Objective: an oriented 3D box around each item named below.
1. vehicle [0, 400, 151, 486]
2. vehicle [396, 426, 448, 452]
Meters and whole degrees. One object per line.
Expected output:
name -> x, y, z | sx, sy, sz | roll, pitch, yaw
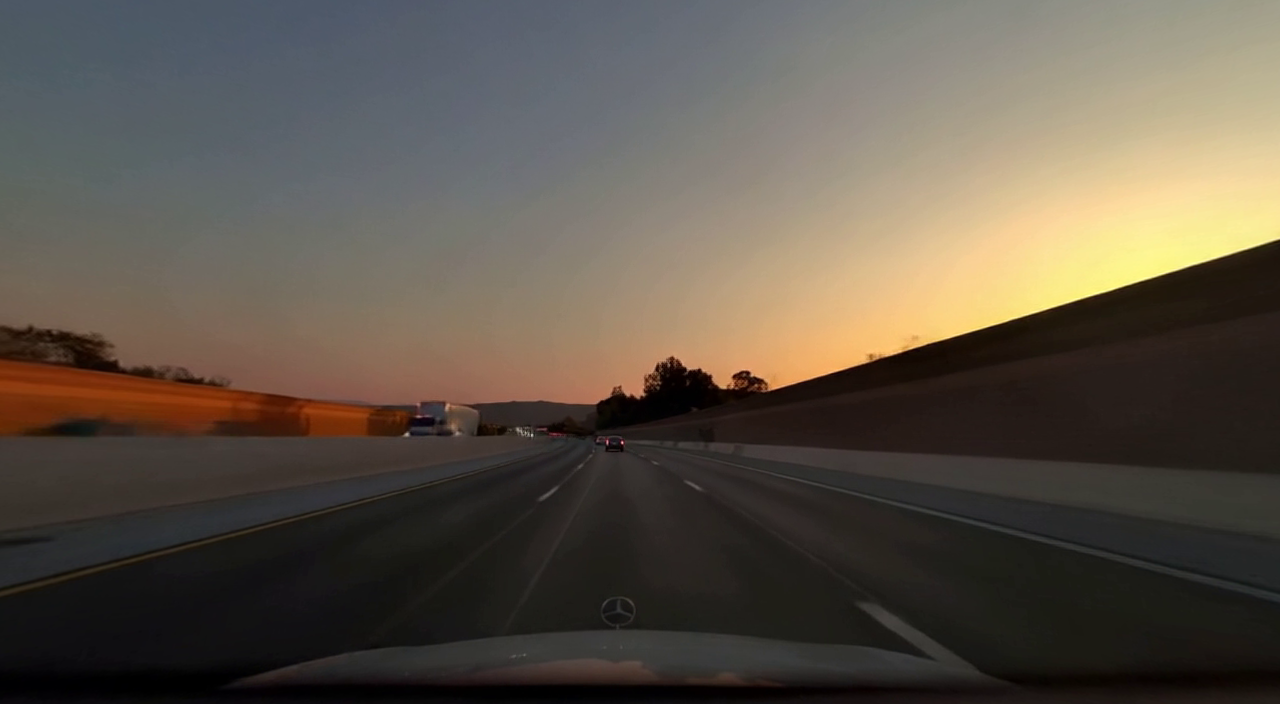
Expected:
vehicle -> -12.604, 1.840, 12.809 | 1.939, 1.547, 4.294 | 0, -8, -1
vehicle -> -13.457, 5.409, 39.171 | 1.918, 1.510, 4.178 | 0, -8, -2
